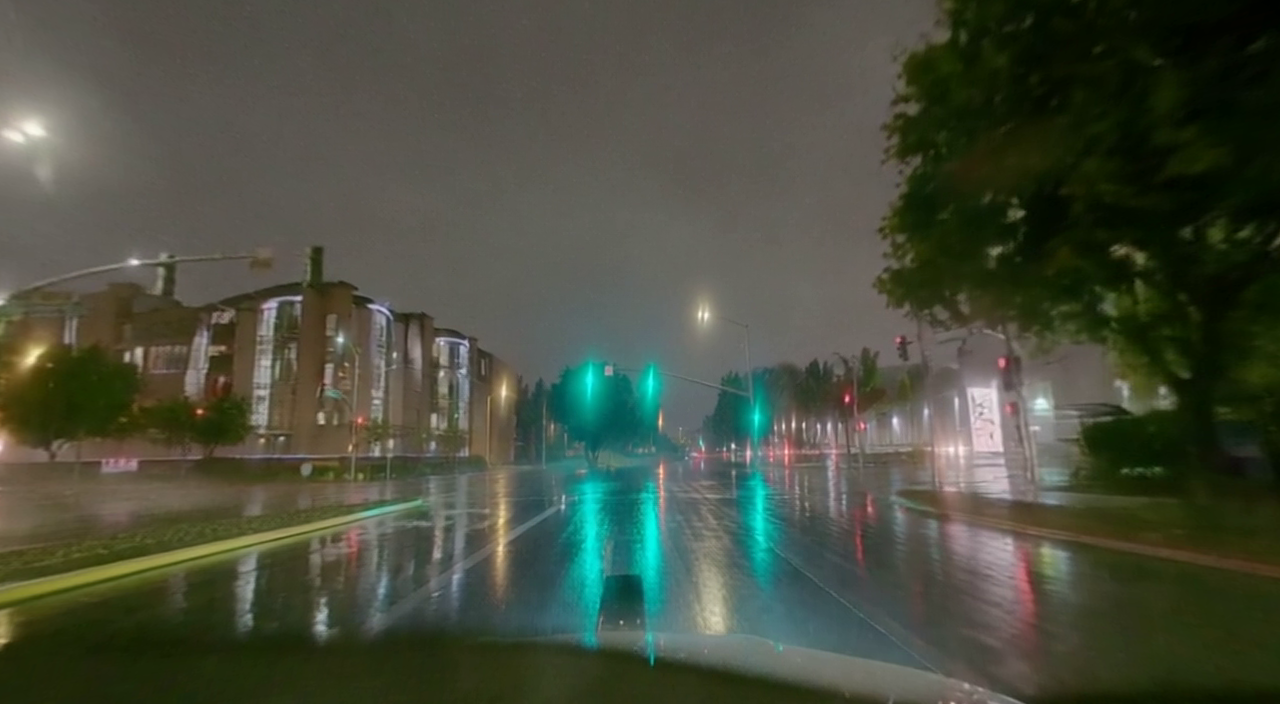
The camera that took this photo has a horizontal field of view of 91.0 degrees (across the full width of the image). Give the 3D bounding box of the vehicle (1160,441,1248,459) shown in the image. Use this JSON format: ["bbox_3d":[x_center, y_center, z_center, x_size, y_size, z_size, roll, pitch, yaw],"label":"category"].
[{"bbox_3d":[41.282,7.199,46.157,4.337,1.300,1.868,-2,-9,10],"label":"vehicle"}]
